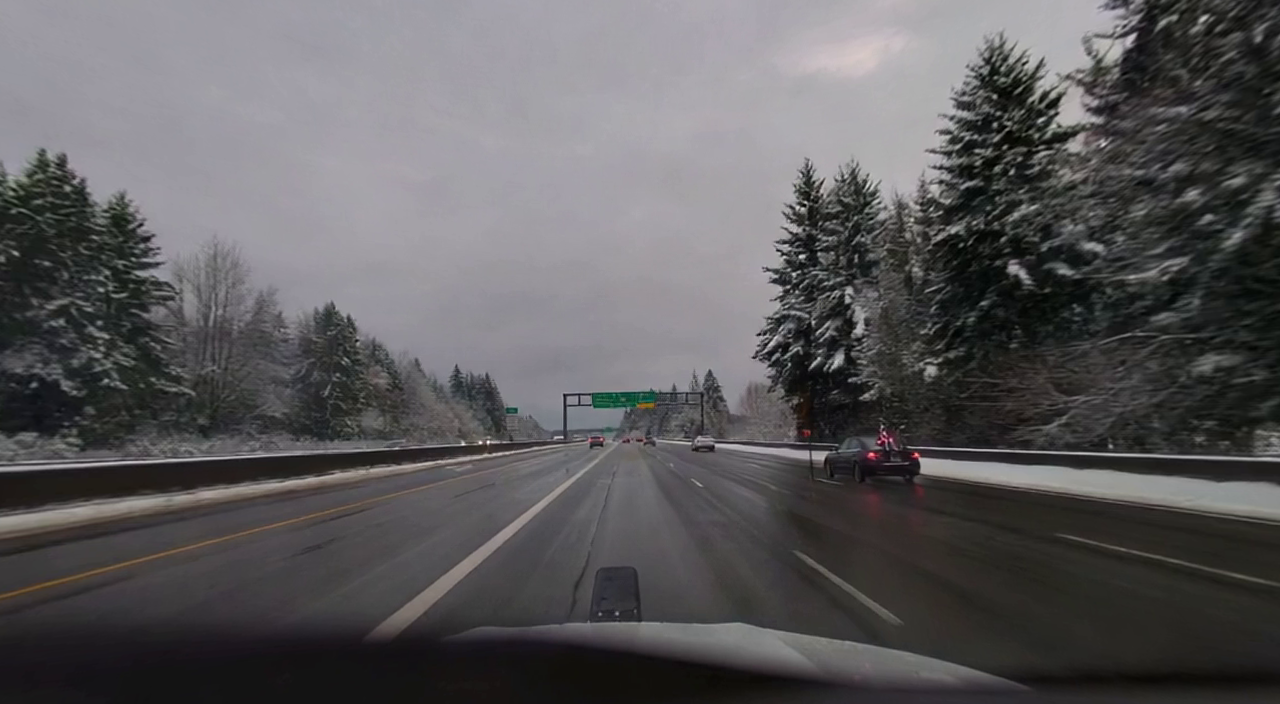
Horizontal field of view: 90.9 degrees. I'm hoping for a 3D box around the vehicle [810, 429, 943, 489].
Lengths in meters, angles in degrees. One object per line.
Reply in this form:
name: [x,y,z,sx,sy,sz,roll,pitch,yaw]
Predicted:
vehicle: [6.770,3.088,18.719,2.034,1.511,4.785,0,-8,-1]
